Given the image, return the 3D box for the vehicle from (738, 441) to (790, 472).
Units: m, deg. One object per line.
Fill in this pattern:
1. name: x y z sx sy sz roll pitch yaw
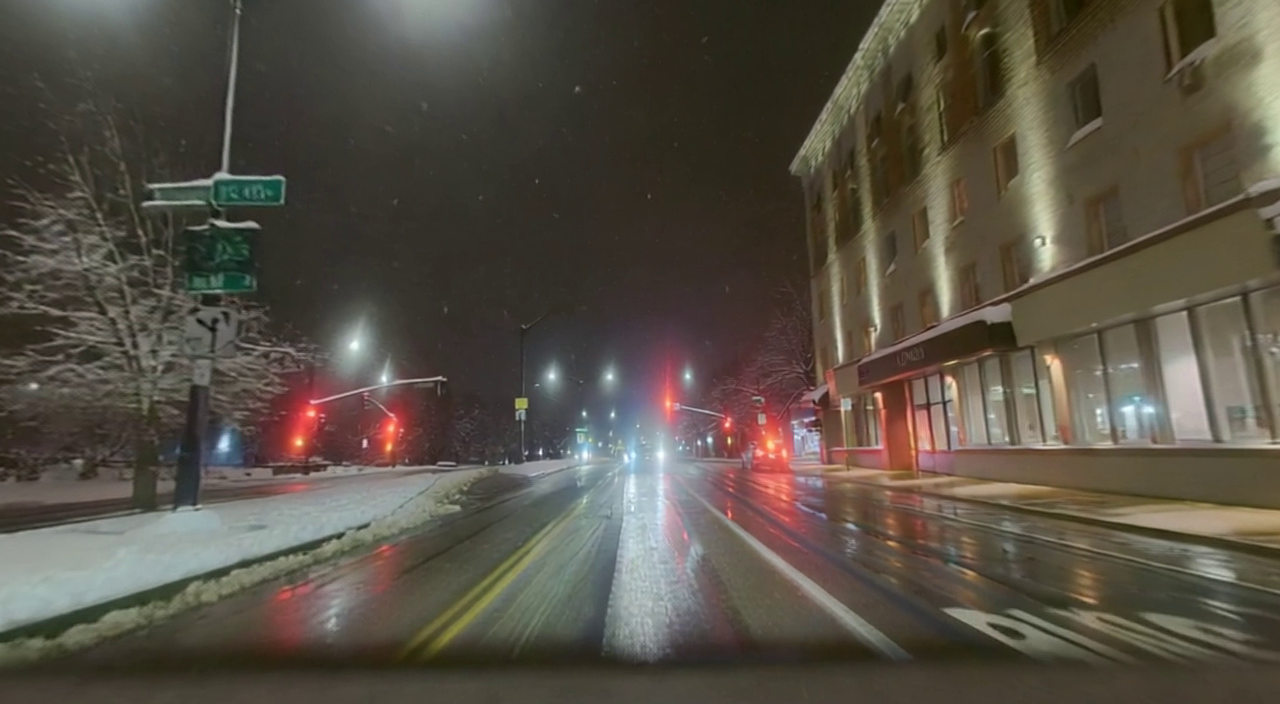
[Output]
1. vehicle: 7.431 6.328 38.447 1.987 1.772 4.749 0 -9 -3

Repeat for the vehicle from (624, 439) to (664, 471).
1. vehicle: 0.295 6.065 37.418 2.223 1.775 4.250 0 -9 1
